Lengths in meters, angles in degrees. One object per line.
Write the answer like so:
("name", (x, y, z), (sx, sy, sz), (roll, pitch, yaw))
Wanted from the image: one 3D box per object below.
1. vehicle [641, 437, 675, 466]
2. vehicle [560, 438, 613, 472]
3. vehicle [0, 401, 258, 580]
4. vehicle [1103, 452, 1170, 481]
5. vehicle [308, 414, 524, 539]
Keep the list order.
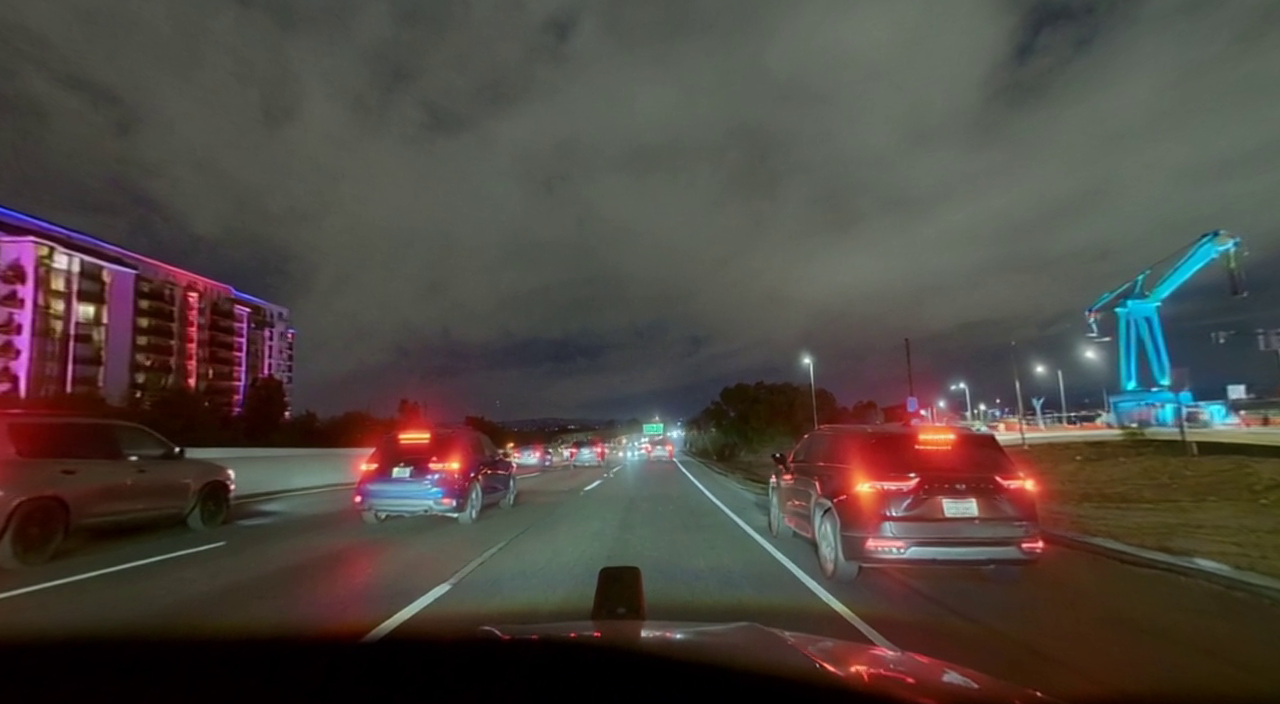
("vehicle", (1.165, 6.547, 41.634), (2.116, 1.763, 4.352), (0, -8, 1))
("vehicle", (-2.748, 5.436, 33.435), (2.109, 1.657, 4.554), (0, -8, 4))
("vehicle", (-7.276, 1.584, 7.764), (2.113, 1.724, 4.656), (0, -8, 1))
("vehicle", (29.585, 6.777, 37.679), (1.840, 1.533, 4.657), (-3, -9, 22))
("vehicle", (-3.538, 2.061, 11.033), (2.045, 1.710, 4.382), (0, -8, 2))
